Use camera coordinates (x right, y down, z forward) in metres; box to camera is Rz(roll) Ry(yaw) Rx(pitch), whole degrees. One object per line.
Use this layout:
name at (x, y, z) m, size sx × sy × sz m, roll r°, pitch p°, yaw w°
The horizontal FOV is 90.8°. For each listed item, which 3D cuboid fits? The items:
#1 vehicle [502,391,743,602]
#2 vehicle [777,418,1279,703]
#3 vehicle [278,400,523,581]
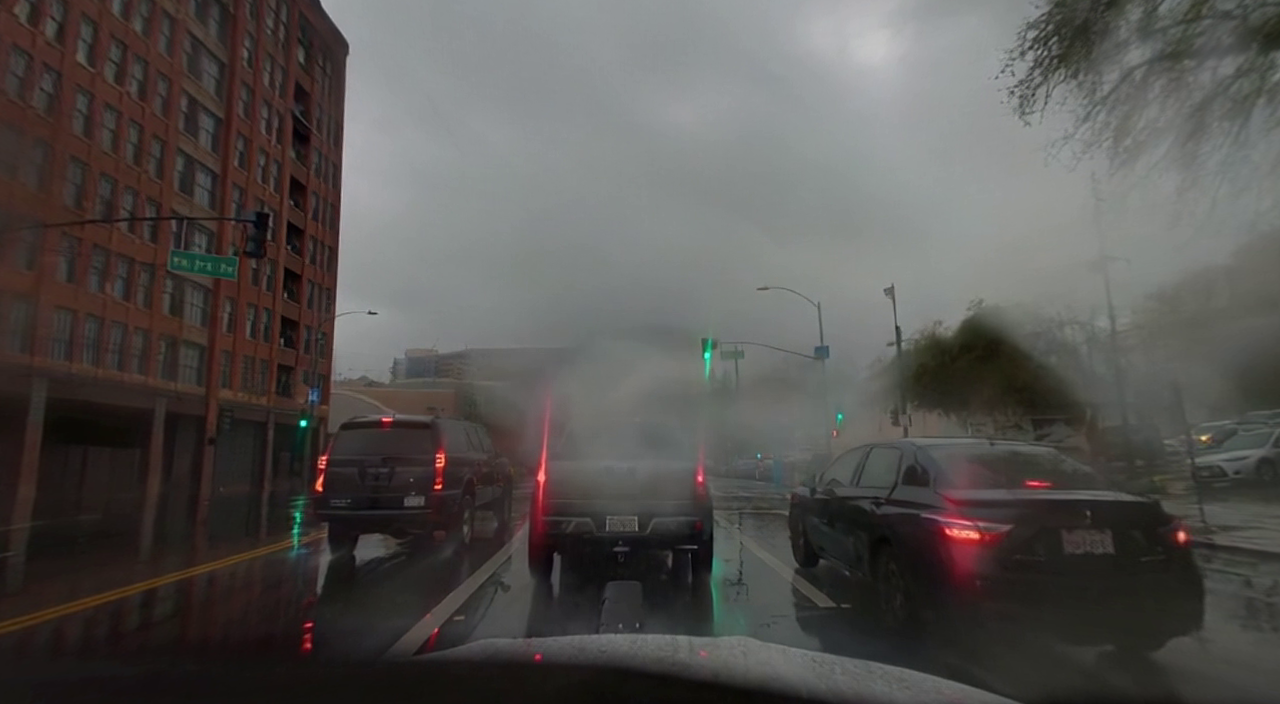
vehicle at (-0.150, 1.603, 7.894) m, size 2.105 × 1.842 × 4.537 m, roll 0°, pitch -8°, yaw 0°
vehicle at (2.569, 1.378, 5.296) m, size 1.852 × 1.462 × 4.155 m, roll 0°, pitch -8°, yaw -1°
vehicle at (-2.828, 1.717, 8.613) m, size 1.855 × 1.812 × 4.244 m, roll 0°, pitch -8°, yaw -3°
